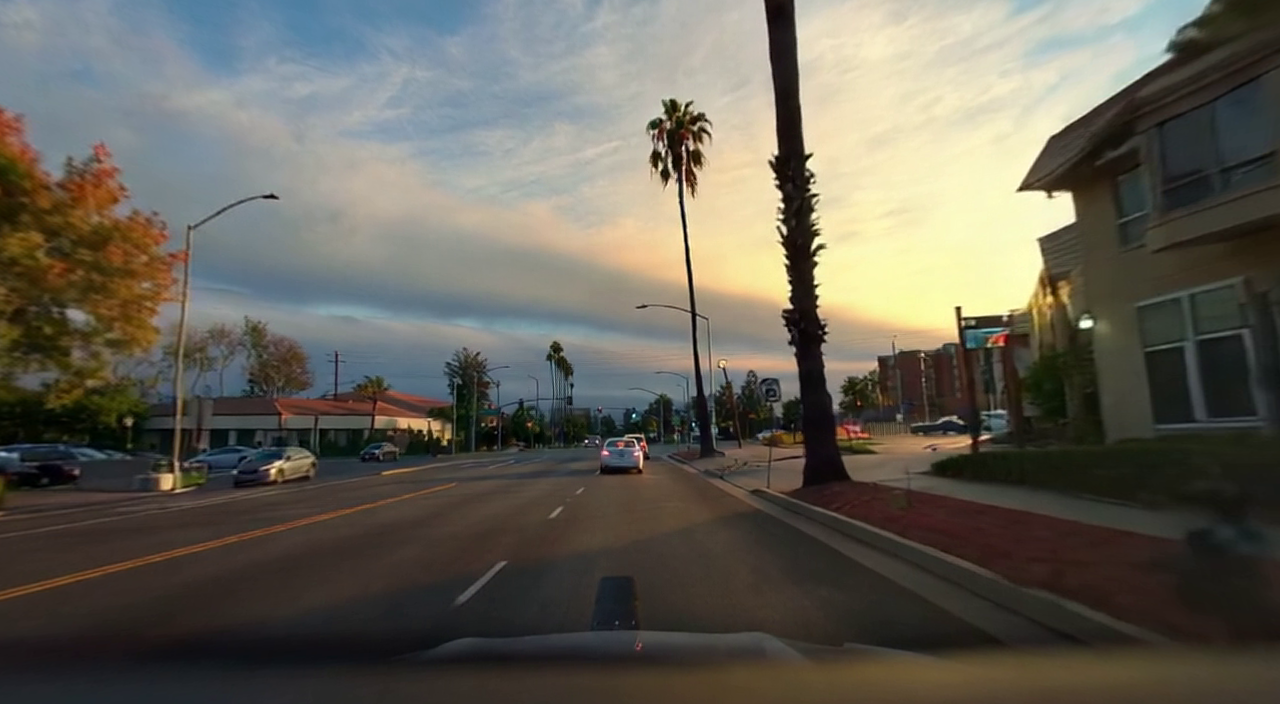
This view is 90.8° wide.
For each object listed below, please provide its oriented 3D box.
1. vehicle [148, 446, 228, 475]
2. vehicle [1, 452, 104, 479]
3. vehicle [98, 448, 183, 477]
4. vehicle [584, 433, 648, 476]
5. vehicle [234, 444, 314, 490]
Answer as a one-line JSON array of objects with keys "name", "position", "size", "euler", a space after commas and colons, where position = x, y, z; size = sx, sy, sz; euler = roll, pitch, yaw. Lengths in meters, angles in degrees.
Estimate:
[{"name": "vehicle", "position": [-26.694, 6.412, 37.458], "size": [1.816, 1.586, 3.958], "euler": [0, -9, -1]}, {"name": "vehicle", "position": [-34.732, 6.691, 37.522], "size": [1.940, 1.474, 4.384], "euler": [0, -9, -1]}, {"name": "vehicle", "position": [-29.204, 6.427, 37.101], "size": [1.812, 1.585, 3.938], "euler": [0, -9, -3]}, {"name": "vehicle", "position": [-0.852, 4.031, 24.897], "size": [2.060, 1.526, 3.859], "euler": [-1, -9, 5]}, {"name": "vehicle", "position": [-13.353, 4.184, 23.333], "size": [1.903, 1.487, 4.784], "euler": [3, -9, -22]}]
